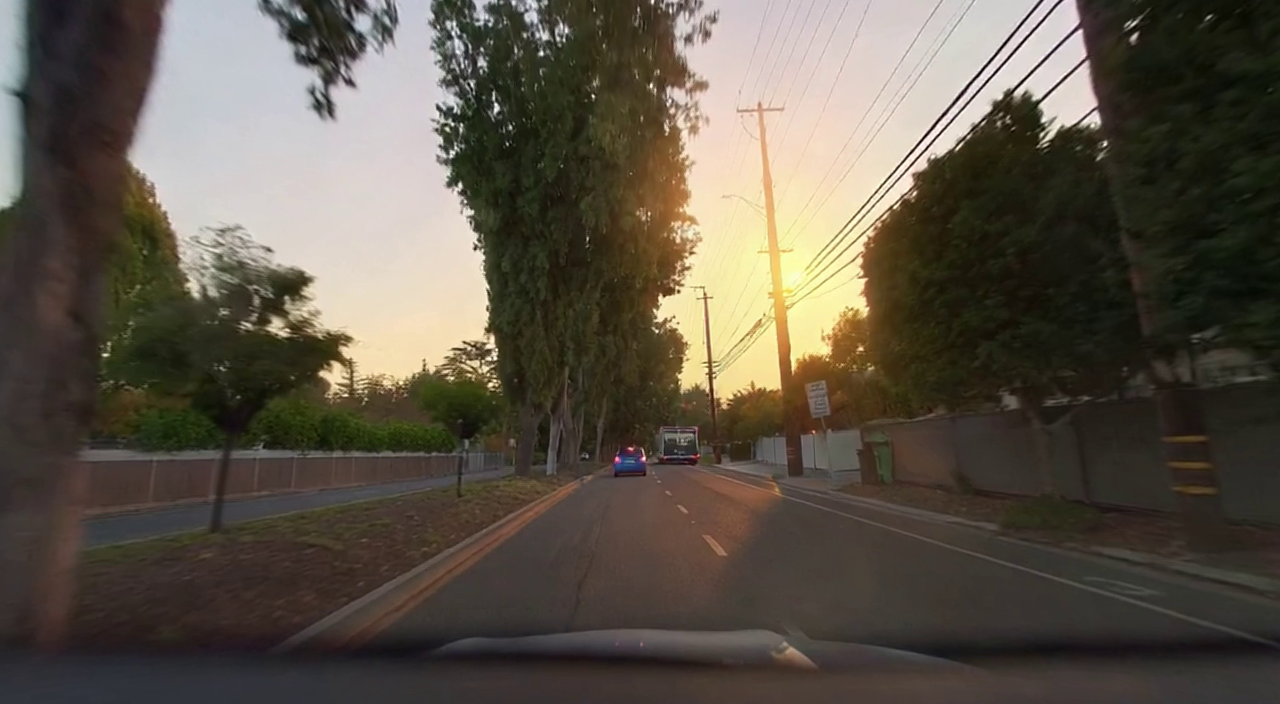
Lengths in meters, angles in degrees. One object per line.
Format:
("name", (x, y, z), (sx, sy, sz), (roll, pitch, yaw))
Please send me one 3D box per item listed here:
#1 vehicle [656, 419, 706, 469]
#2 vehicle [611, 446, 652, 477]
("vehicle", (2.912, 7.097, 48.595), (2.789, 3.285, 12.428), (0, -8, -1))
("vehicle", (-0.437, 5.660, 33.001), (2.018, 1.511, 3.993), (0, -8, 0))
